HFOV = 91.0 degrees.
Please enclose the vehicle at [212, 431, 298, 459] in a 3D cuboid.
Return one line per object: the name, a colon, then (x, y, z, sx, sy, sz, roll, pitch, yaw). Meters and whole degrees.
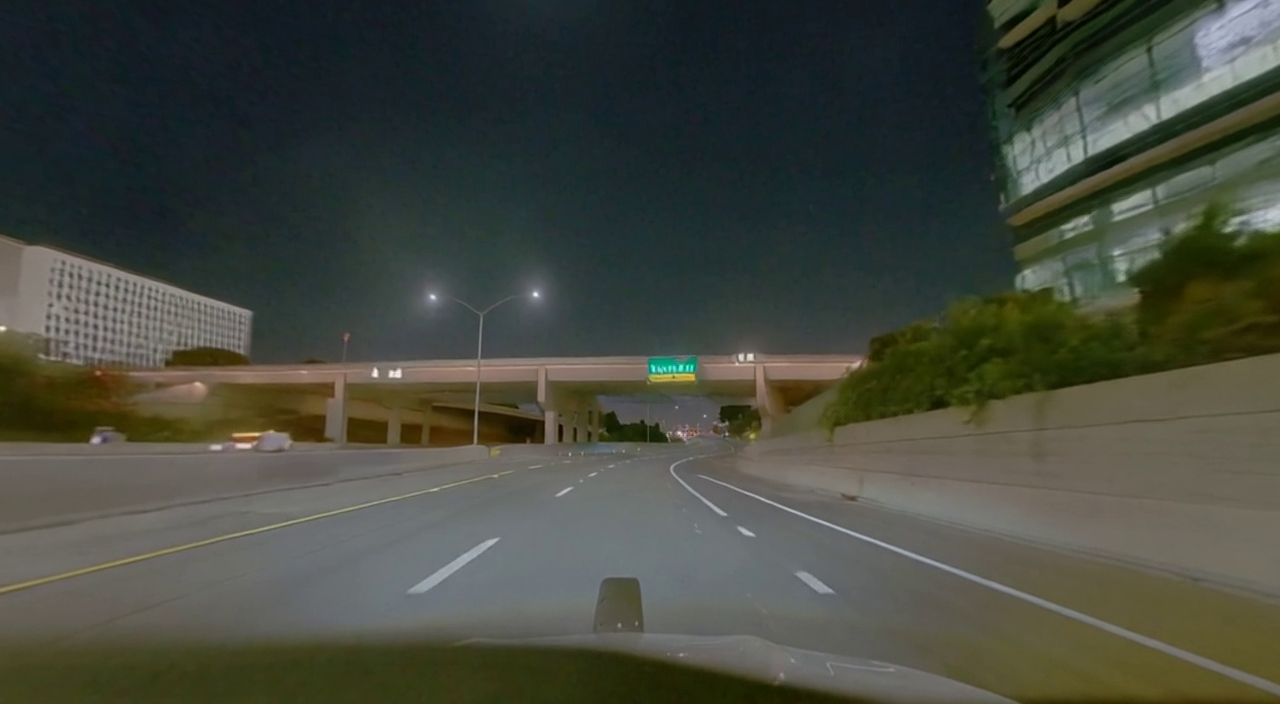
vehicle: (-21.521, 5.240, 35.454, 1.845, 1.490, 4.642, 0, -8, 1)
